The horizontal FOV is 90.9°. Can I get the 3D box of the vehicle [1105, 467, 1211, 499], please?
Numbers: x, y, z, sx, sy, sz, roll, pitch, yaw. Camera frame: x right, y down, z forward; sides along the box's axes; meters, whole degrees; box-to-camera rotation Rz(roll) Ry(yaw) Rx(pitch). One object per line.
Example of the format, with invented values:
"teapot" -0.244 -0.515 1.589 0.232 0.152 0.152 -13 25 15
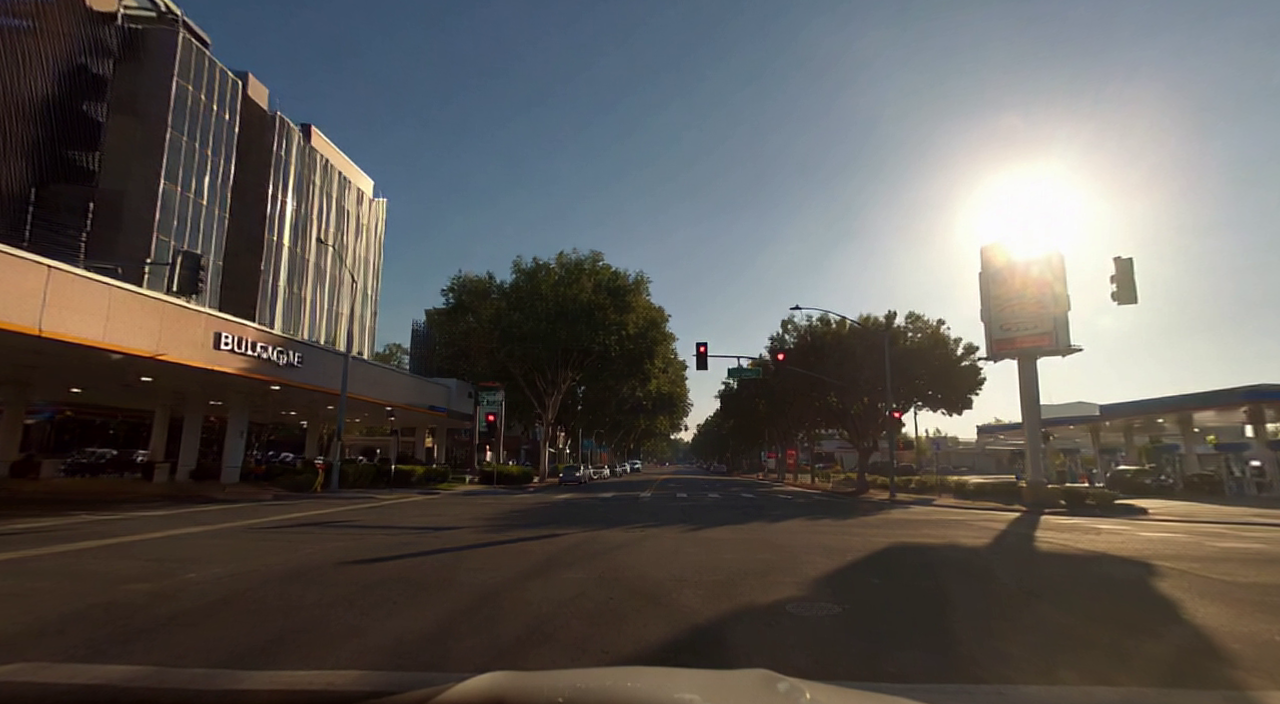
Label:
"vehicle" 28.024 7.070 34.322 1.897 1.466 4.211 1 -8 -6
